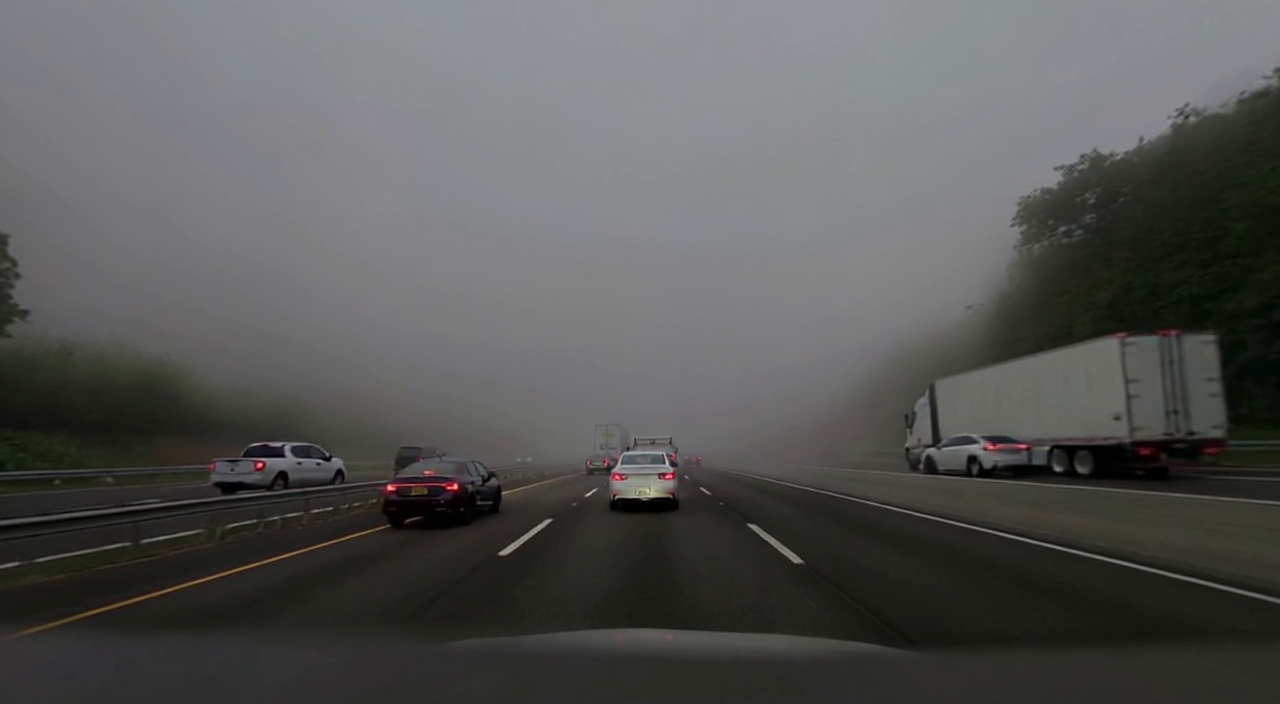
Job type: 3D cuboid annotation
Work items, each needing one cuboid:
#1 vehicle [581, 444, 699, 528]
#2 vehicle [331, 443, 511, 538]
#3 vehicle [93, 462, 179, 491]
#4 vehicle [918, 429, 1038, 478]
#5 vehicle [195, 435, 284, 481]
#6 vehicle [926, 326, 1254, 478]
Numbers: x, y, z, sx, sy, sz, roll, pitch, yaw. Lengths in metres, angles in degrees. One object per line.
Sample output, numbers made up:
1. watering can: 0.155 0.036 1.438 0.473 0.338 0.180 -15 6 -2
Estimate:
1. vehicle: 0.011 2.656 13.009 2.057 1.449 3.931 0 -9 0
2. vehicle: -4.000 2.593 12.434 1.929 1.509 4.331 0 -9 1
3. vehicle: -27.150 6.697 34.079 1.691 1.381 3.503 0 -9 1
4. vehicle: 11.330 3.446 21.488 1.892 1.504 4.000 0 -9 0
5. vehicle: -31.555 8.393 49.949 2.761 3.380 5.944 -1 -9 4
6. vehicle: 14.963 2.305 23.369 2.825 4.085 12.815 0 -9 1
